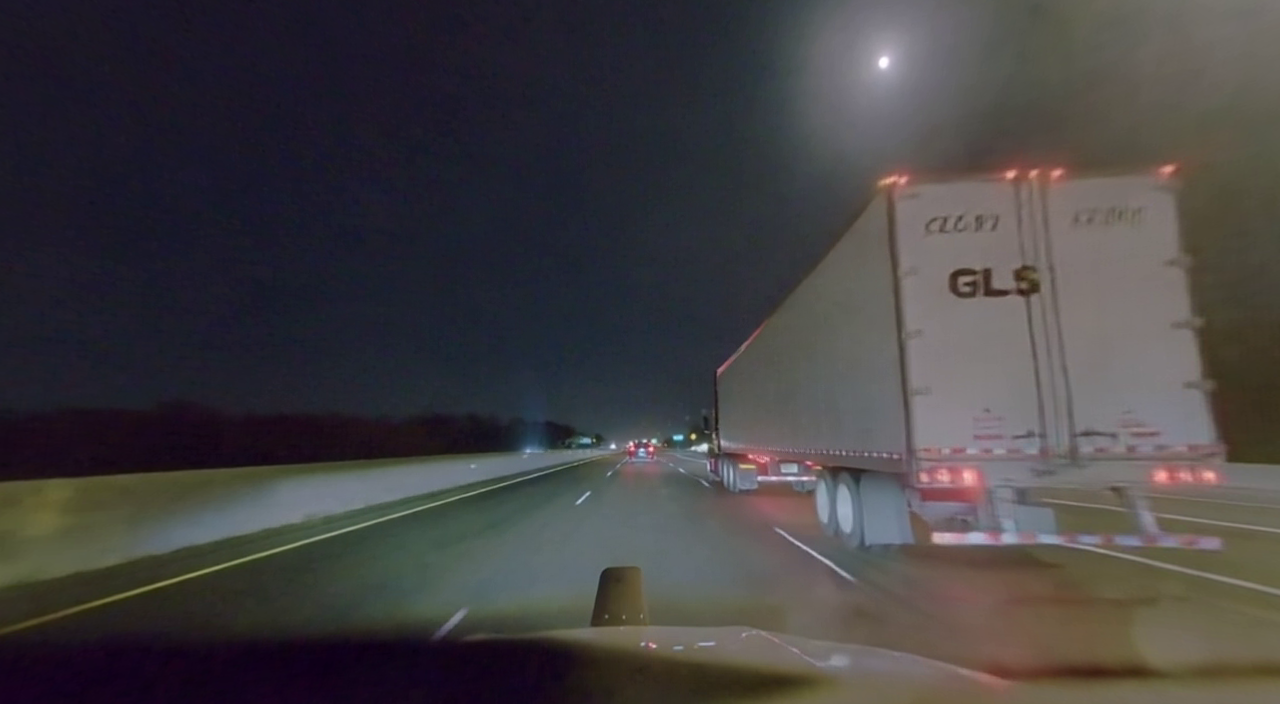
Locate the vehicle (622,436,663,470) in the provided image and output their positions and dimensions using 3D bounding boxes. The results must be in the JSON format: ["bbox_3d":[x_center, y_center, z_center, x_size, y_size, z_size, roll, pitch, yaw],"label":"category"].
[{"bbox_3d":[0.123,5.403,33.857,2.050,1.654,4.192,0,-8,0],"label":"vehicle"}]

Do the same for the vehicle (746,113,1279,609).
[{"bbox_3d":[4.176,0.702,10.246,3.014,4.068,10.359,0,-8,0],"label":"vehicle"}]
